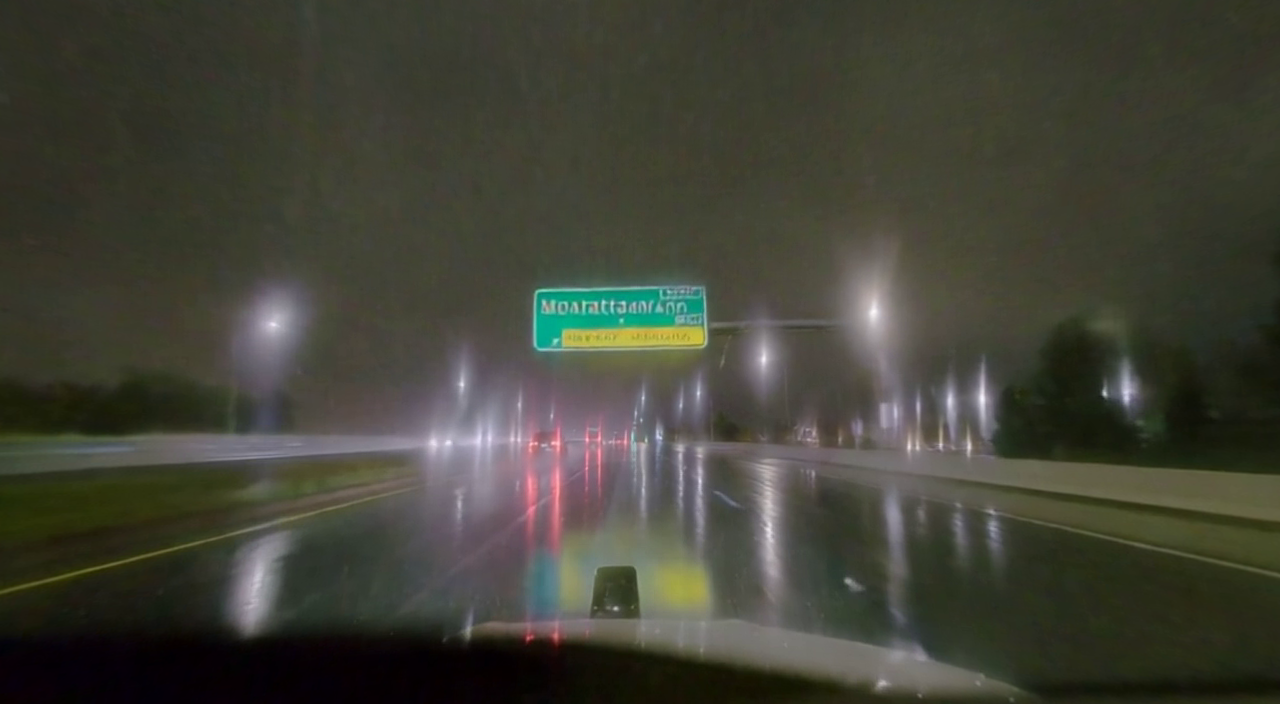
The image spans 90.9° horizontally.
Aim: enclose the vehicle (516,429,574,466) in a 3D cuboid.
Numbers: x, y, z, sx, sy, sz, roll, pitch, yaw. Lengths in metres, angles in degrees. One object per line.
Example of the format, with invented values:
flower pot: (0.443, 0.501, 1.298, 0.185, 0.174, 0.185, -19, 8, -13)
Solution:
vehicle: (-4.248, 4.341, 28.933, 2.062, 1.591, 4.156, 0, -8, -1)
